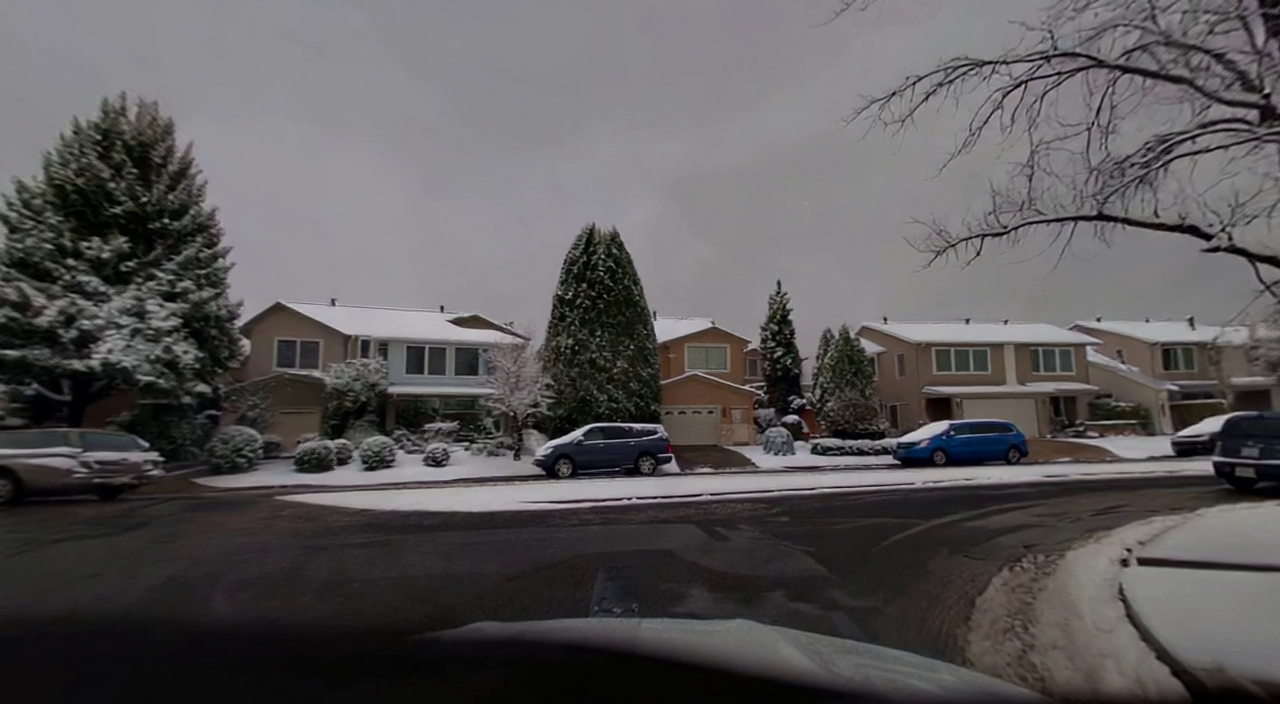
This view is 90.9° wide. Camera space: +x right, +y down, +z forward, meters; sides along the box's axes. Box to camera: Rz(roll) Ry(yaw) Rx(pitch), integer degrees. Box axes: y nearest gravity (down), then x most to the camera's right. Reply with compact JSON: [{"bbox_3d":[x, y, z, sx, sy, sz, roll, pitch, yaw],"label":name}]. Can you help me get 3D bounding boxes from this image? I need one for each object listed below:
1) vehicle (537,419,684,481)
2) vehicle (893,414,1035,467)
[{"bbox_3d":[-0.853,2.723,17.594,3.746,1.518,1.845,3,-5,-15],"label":"vehicle"},{"bbox_3d":[10.059,2.750,19.690,3.513,1.507,1.798,2,-6,-8],"label":"vehicle"}]
